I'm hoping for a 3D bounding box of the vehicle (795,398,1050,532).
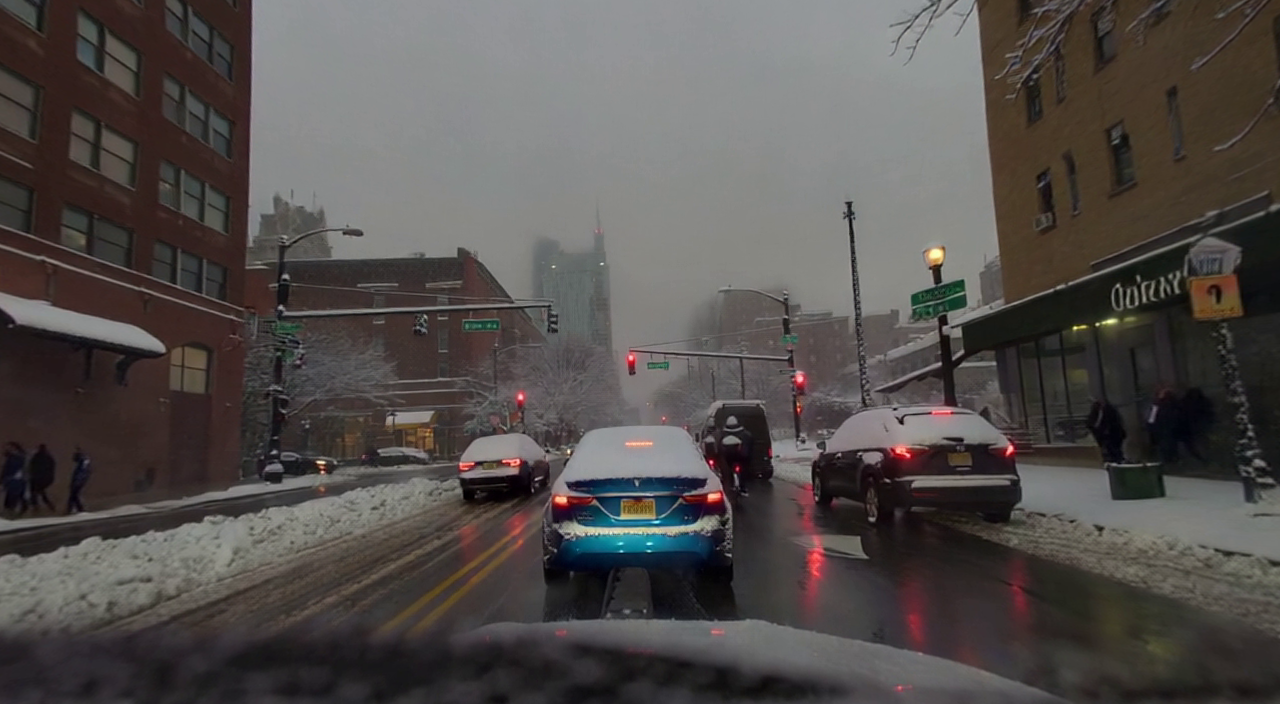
[{"bbox_3d":[4.508,1.919,11.159,2.142,1.829,4.767,0,-9,-2],"label":"vehicle"}]

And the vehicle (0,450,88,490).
[{"bbox_3d":[-29.173,5.570,30.206,2.264,1.722,4.721,2,-9,-18],"label":"vehicle"}]

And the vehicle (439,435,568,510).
[{"bbox_3d":[-2.947,2.714,14.672,2.039,1.452,4.489,0,-9,0],"label":"vehicle"}]

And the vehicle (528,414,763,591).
[{"bbox_3d":[0.033,1.650,7.708,2.091,1.557,4.000,0,-9,0],"label":"vehicle"}]
